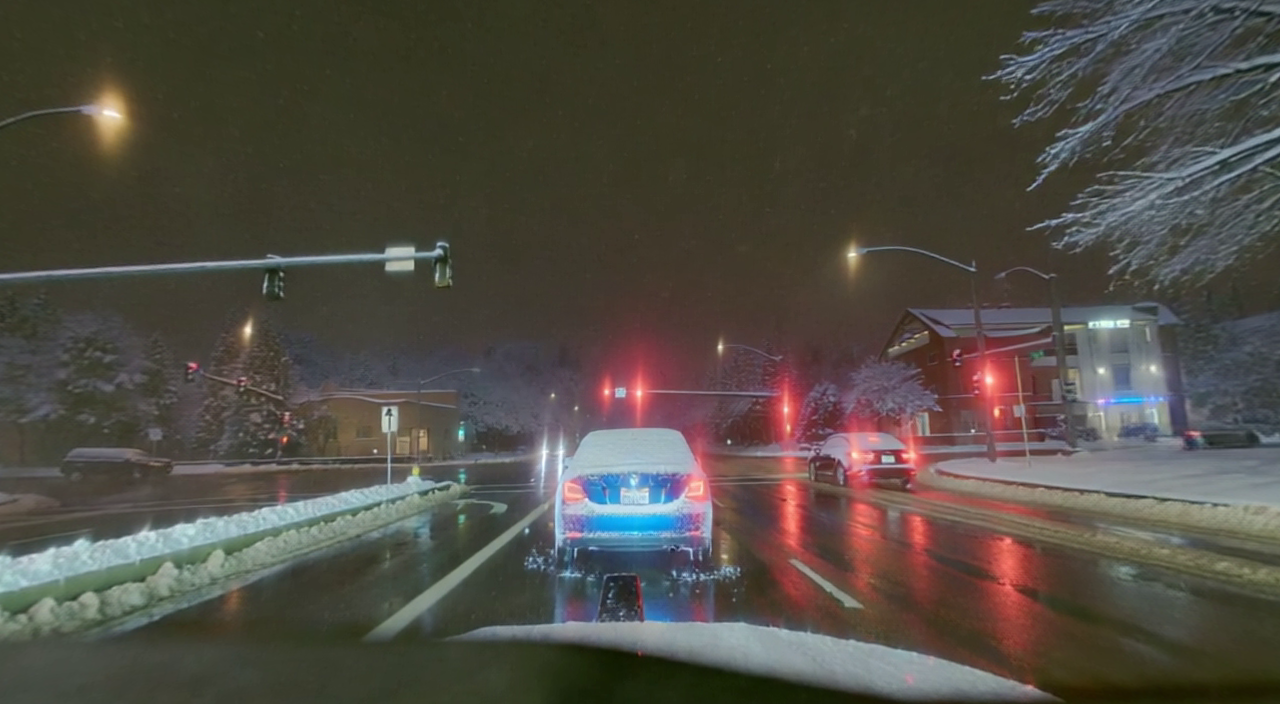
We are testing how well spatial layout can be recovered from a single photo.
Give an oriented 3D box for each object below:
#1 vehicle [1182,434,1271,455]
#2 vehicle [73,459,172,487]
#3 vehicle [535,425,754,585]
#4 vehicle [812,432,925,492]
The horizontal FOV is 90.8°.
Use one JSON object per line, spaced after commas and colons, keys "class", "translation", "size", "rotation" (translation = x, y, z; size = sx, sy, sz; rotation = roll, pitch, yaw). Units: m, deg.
{"class": "vehicle", "translation": [41.958, 6.637, 45.236], "size": [4.563, 1.454, 2.056], "rotation": [1, -8, -6]}
{"class": "vehicle", "translation": [-32.385, 7.549, 39.645], "size": [4.401, 1.625, 1.863], "rotation": [0, -8, -4]}
{"class": "vehicle", "translation": [-0.017, 1.762, 8.143], "size": [2.070, 1.488, 4.206], "rotation": [0, -8, -2]}
{"class": "vehicle", "translation": [7.053, 3.440, 20.076], "size": [2.039, 1.692, 4.319], "rotation": [0, -8, 1]}
